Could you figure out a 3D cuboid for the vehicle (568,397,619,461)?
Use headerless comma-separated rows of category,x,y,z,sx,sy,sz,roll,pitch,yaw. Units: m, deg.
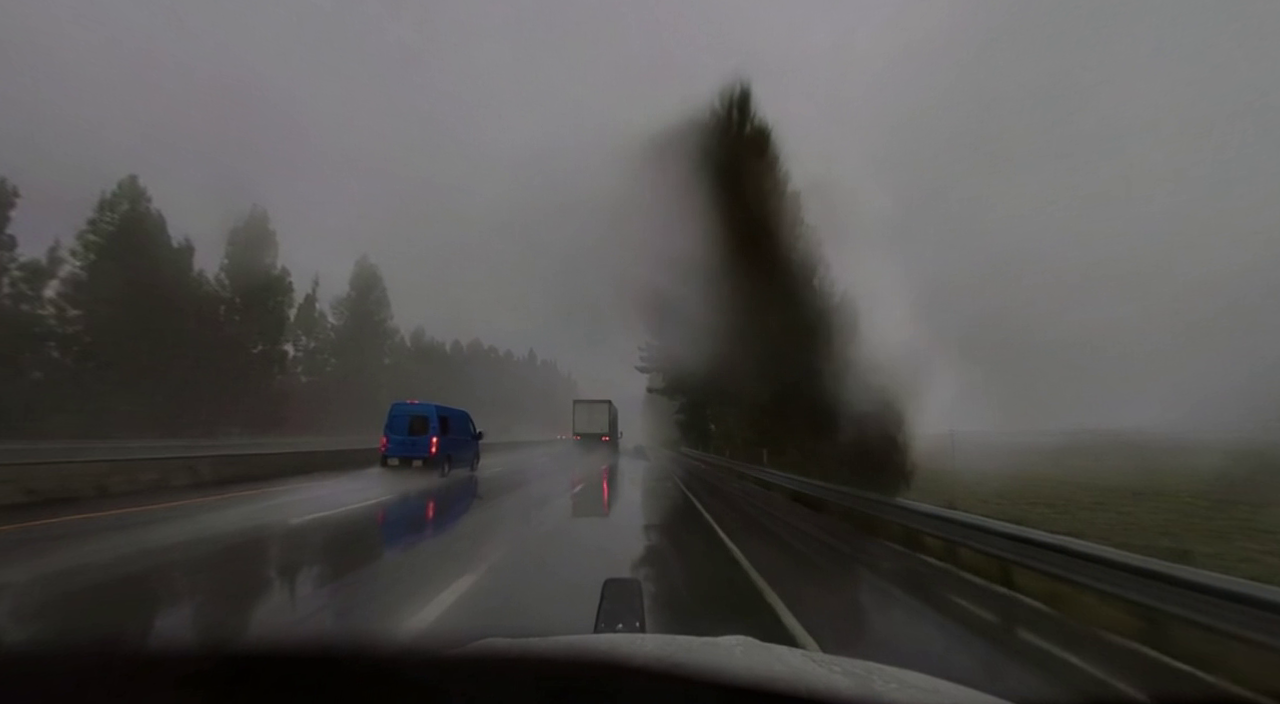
vehicle,-3.190,5.636,45.897,3.173,4.185,8.360,0,-8,-1

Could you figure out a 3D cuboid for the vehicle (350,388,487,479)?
vehicle,-7.656,2.952,22.871,2.396,2.763,6.935,0,-8,0
